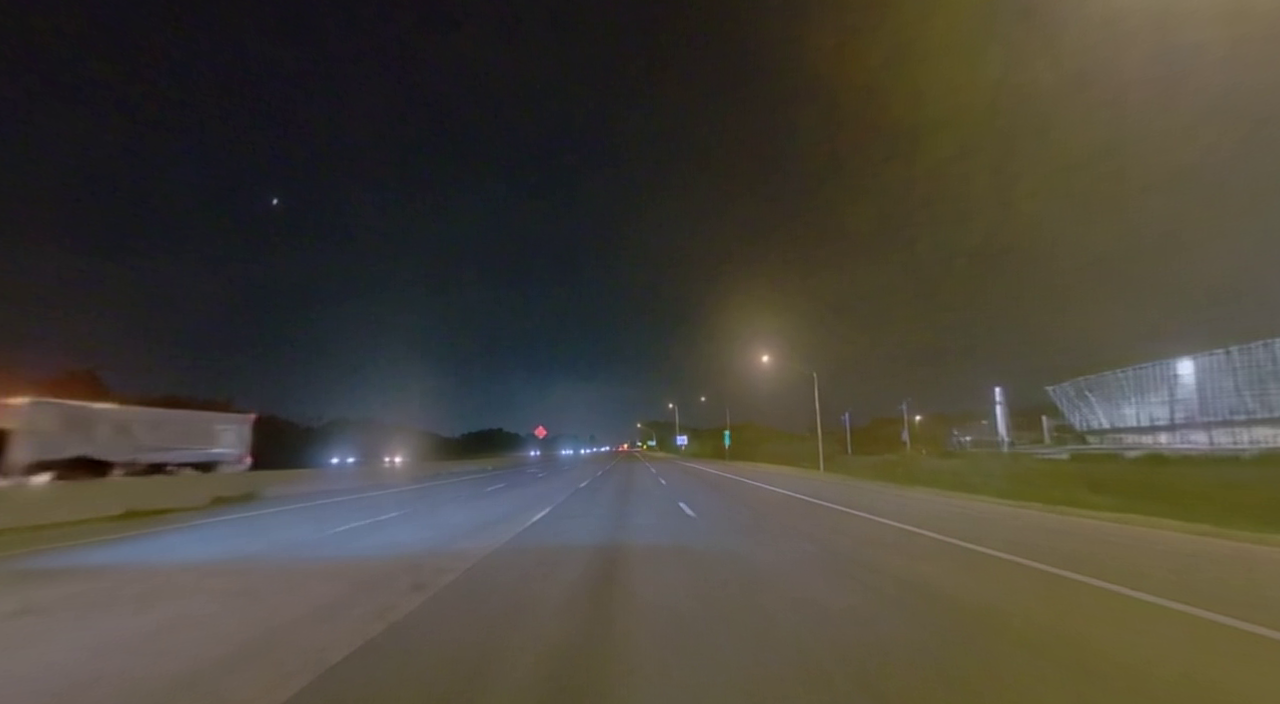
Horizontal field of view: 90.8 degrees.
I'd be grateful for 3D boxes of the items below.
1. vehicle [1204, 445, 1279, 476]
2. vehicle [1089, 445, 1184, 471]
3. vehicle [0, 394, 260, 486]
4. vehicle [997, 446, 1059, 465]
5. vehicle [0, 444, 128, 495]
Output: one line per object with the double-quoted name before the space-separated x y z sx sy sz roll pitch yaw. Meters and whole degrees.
"vehicle" 30.161 5.228 30.628 3.771 1.435 1.944 0 -8 -2
"vehicle" 29.750 6.363 37.934 3.988 1.507 1.965 0 -10 1
"vehicle" -27.971 5.101 35.802 2.877 3.965 16.520 0 -9 -1
"vehicle" 29.798 7.939 48.587 3.595 1.393 1.803 0 -9 -2
"vehicle" -20.848 3.996 21.812 1.932 1.556 5.257 0 -9 0
